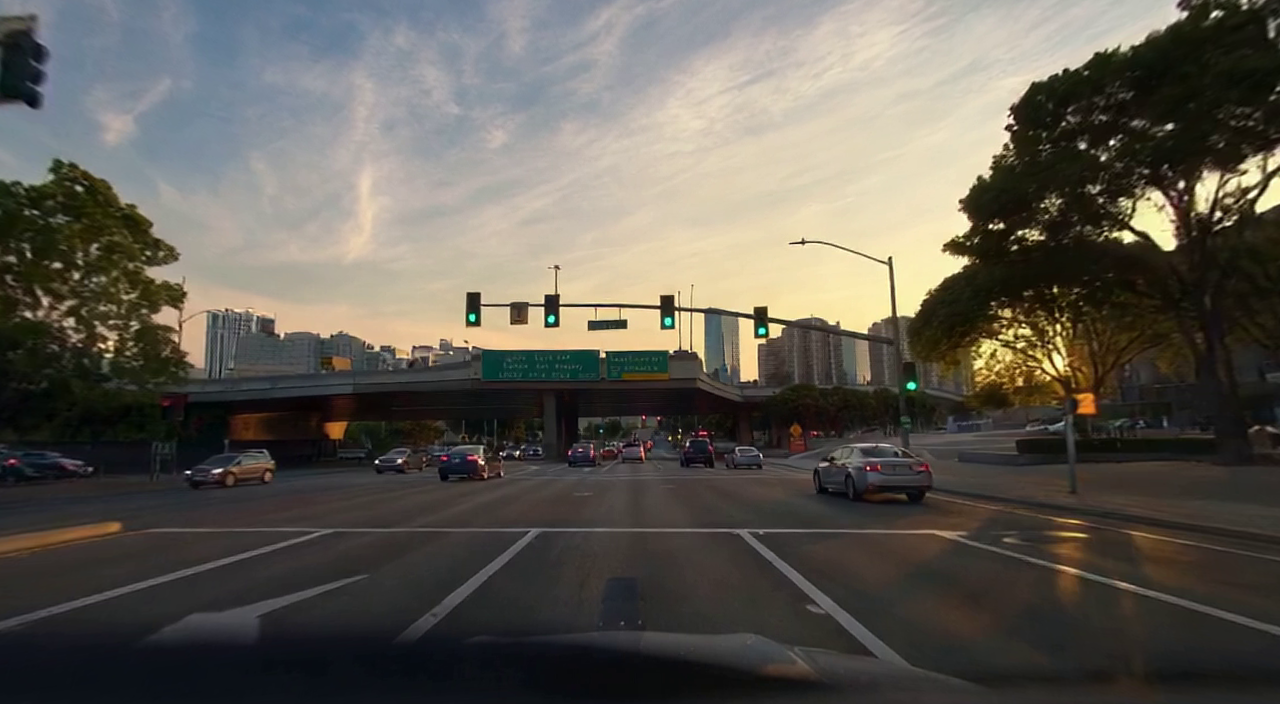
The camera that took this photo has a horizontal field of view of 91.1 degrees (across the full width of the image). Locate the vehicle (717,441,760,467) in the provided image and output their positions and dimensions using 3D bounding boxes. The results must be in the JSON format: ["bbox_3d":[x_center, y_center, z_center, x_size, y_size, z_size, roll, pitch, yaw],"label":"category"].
[{"bbox_3d":[6.235,6.492,40.041,1.924,1.527,4.268,0,-8,-2],"label":"vehicle"}]

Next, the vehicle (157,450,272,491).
[{"bbox_3d":[-18.900,5.255,28.201,1.939,1.648,4.569,0,-8,0],"label":"vehicle"}]

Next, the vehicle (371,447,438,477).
[{"bbox_3d":[-12.246,5.721,32.959,1.802,1.478,4.391,0,-8,1],"label":"vehicle"}]

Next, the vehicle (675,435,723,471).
[{"bbox_3d":[3.029,5.309,33.132,2.034,1.762,4.420,0,-8,-1],"label":"vehicle"}]

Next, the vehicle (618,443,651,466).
[{"bbox_3d":[-0.358,6.748,41.453,2.026,1.453,3.780,0,-8,0],"label":"vehicle"}]

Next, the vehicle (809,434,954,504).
[{"bbox_3d":[6.291,3.087,17.020,2.056,1.624,4.498,0,-8,-1],"label":"vehicle"}]

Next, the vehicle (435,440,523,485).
[{"bbox_3d":[-5.899,4.082,23.539,2.070,1.488,4.376,0,-8,1],"label":"vehicle"}]

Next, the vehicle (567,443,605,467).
[{"bbox_3d":[-3.336,6.502,39.800,2.041,1.466,4.212,0,-8,0],"label":"vehicle"}]
